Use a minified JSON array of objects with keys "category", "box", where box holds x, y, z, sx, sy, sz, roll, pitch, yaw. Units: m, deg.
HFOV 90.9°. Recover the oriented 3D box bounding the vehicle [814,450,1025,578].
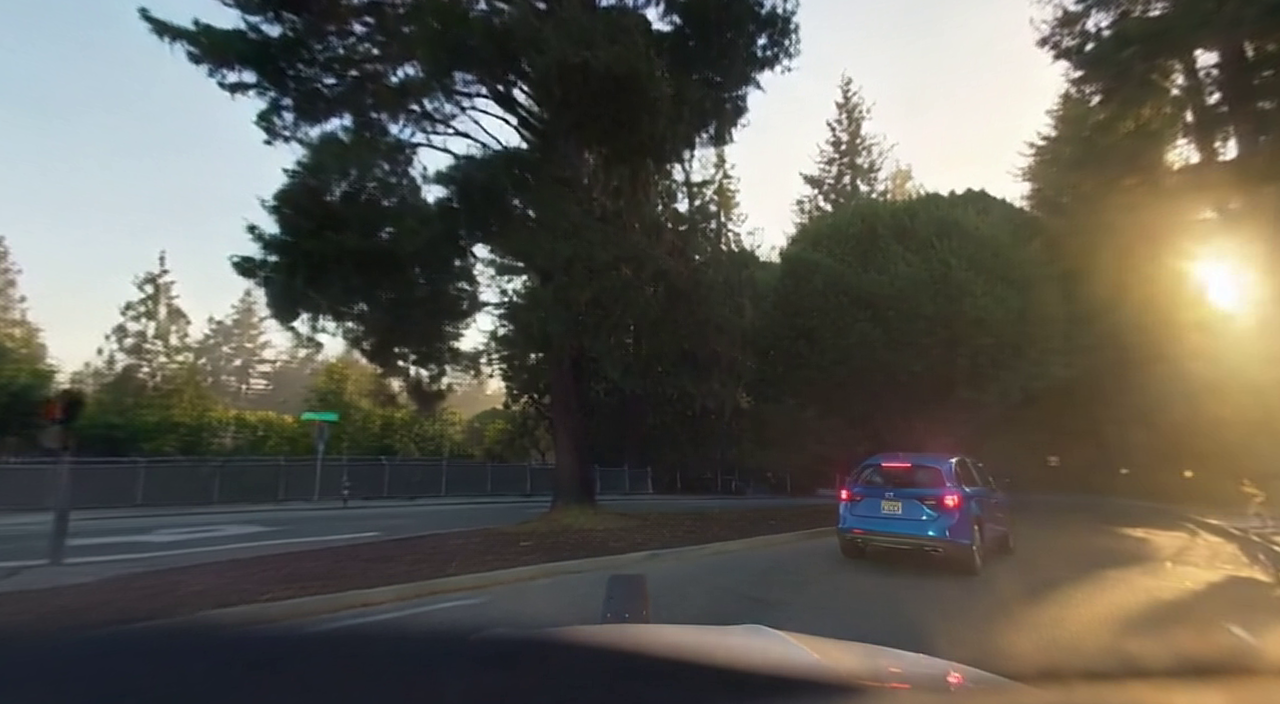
[{"category":"vehicle","box":[4.605,2.339,10.044,2.148,1.521,4.089,-6,-10,36]}]
